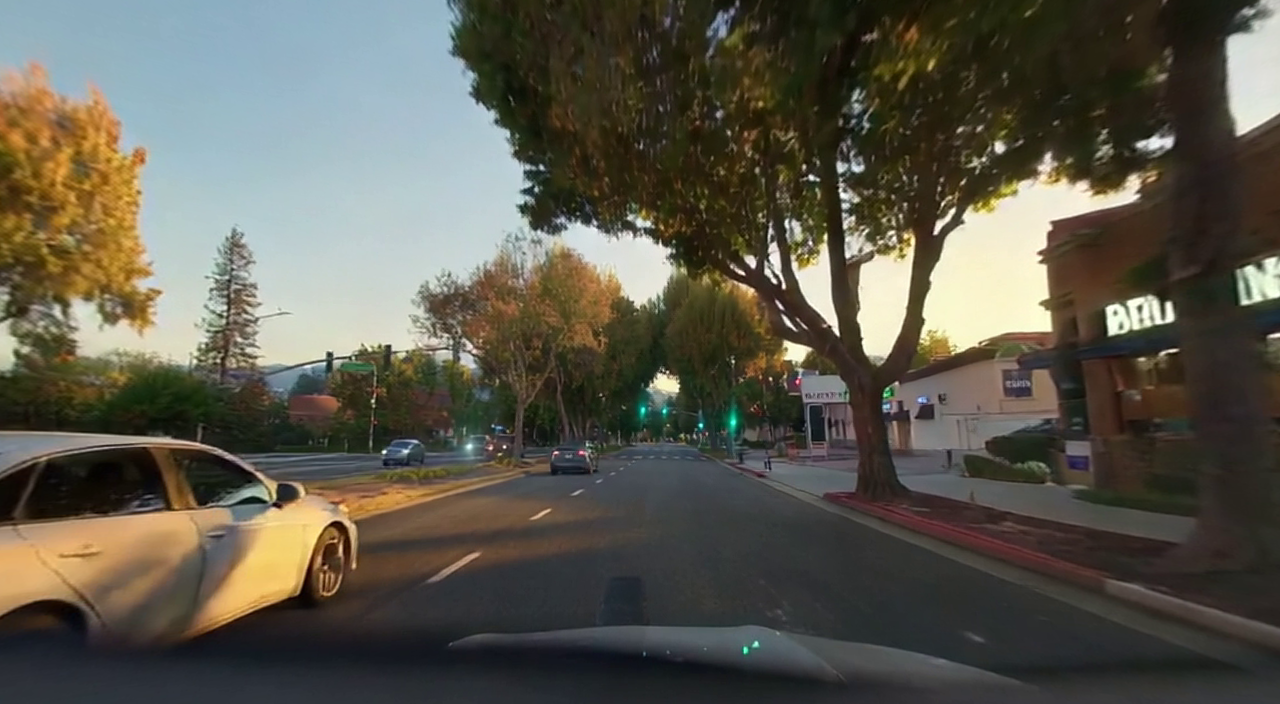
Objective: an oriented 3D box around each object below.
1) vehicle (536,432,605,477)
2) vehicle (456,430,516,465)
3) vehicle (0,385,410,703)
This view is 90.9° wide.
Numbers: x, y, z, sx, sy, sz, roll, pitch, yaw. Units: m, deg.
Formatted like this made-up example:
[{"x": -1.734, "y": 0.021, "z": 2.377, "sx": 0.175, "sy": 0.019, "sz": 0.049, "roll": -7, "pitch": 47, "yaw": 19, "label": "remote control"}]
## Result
[{"x": -2.776, "y": 4.243, "z": 26.198, "sx": 2.109, "sy": 1.692, "sz": 4.220, "roll": -1, "pitch": -8, "yaw": 4, "label": "vehicle"}, {"x": -8.839, "y": 5.553, "z": 36.625, "sx": 2.030, "sy": 1.906, "sz": 4.661, "roll": 0, "pitch": -8, "yaw": 3, "label": "vehicle"}, {"x": -3.197, "y": 1.086, "z": 3.678, "sx": 2.018, "sy": 1.477, "sz": 4.401, "roll": 0, "pitch": -8, "yaw": 0, "label": "vehicle"}]
